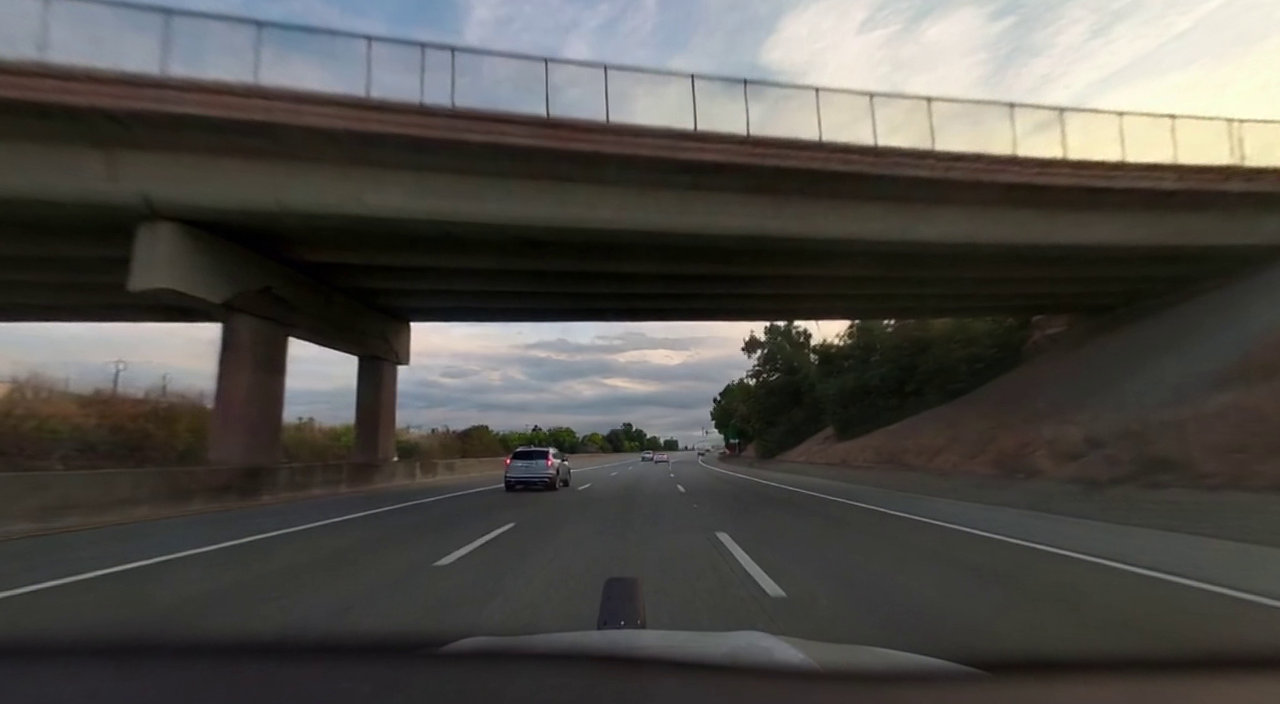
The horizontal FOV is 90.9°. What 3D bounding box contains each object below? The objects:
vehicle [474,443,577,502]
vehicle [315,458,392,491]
[{"bbox_3d":[-3.473,3.777,20.168,2.274,1.628,4.807,-1,-9,2],"label":"vehicle"},{"bbox_3d":[-15.674,6.683,34.735,1.994,1.614,4.446,-1,-9,2],"label":"vehicle"}]
